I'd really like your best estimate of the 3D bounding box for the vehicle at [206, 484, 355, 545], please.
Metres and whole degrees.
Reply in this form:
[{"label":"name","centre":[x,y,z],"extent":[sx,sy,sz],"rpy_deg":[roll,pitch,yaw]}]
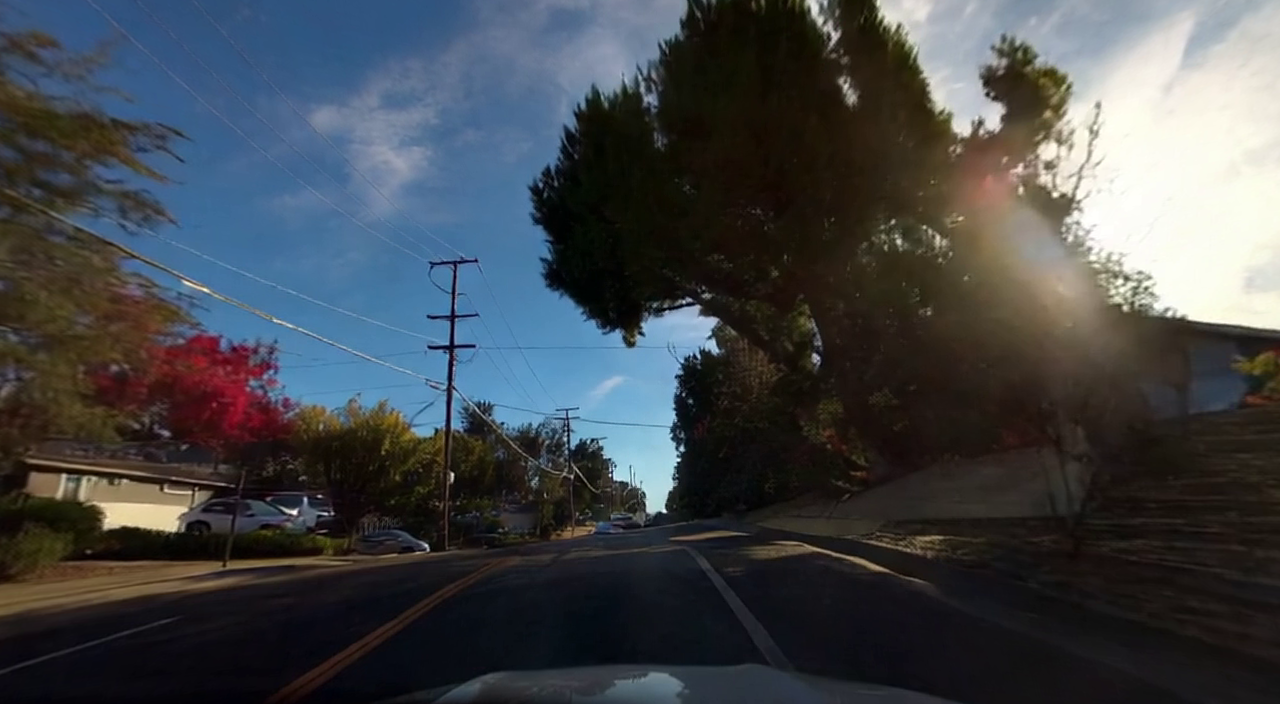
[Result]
[{"label":"vehicle","centre":[-16.323,7.393,29.274],"extent":[2.301,2.081,6.706],"rpy_deg":[-3,-10,8]}]
